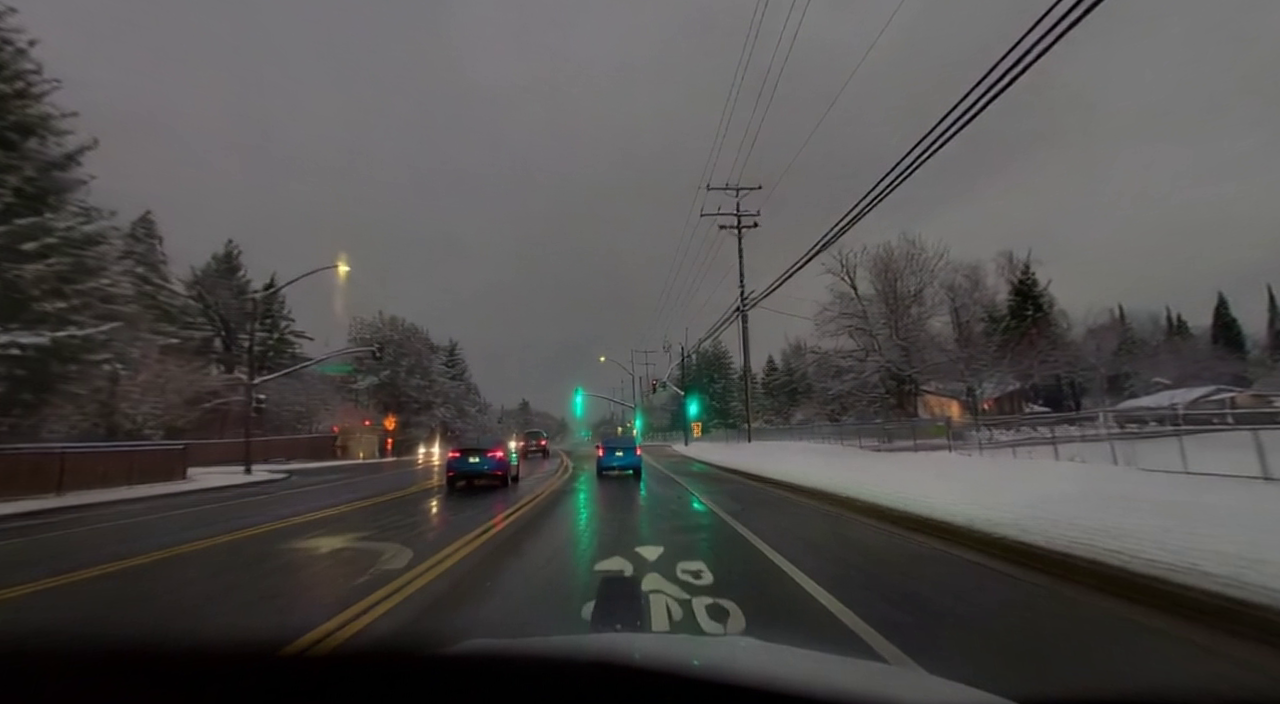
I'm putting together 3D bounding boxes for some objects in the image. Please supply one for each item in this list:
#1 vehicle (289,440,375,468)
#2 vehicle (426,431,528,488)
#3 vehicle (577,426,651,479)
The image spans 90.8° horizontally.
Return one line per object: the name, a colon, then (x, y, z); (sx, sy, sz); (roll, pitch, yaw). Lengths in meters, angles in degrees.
vehicle: (-20.530, 6.782, 42.143); (4.979, 1.782, 2.264); (-3, -9, 20)
vehicle: (-4.466, 3.020, 18.004); (1.913, 1.425, 4.235); (0, -9, -2)
vehicle: (-0.898, 3.252, 20.547); (2.168, 1.504, 4.284); (1, -9, -4)
